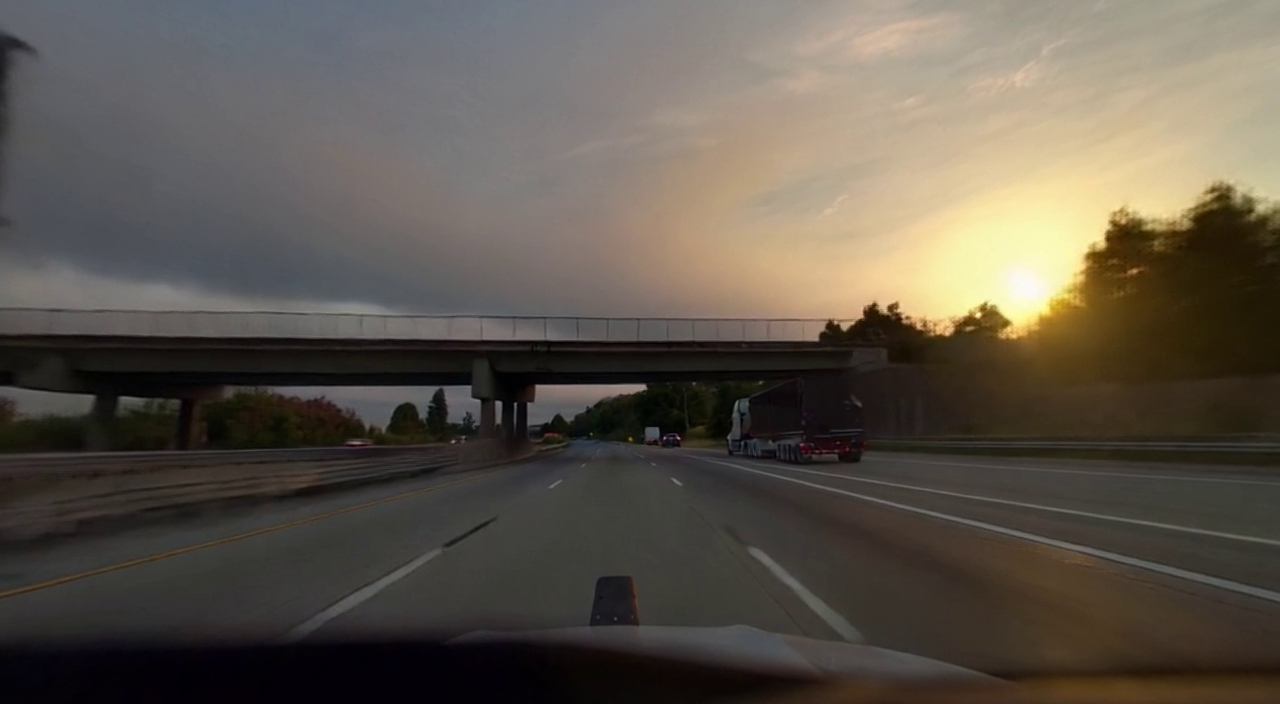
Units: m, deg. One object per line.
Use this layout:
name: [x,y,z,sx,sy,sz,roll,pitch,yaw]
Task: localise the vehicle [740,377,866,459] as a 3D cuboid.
vehicle: [9.141,4.198,37.798,2.855,4.053,13.328,0,-8,-5]
